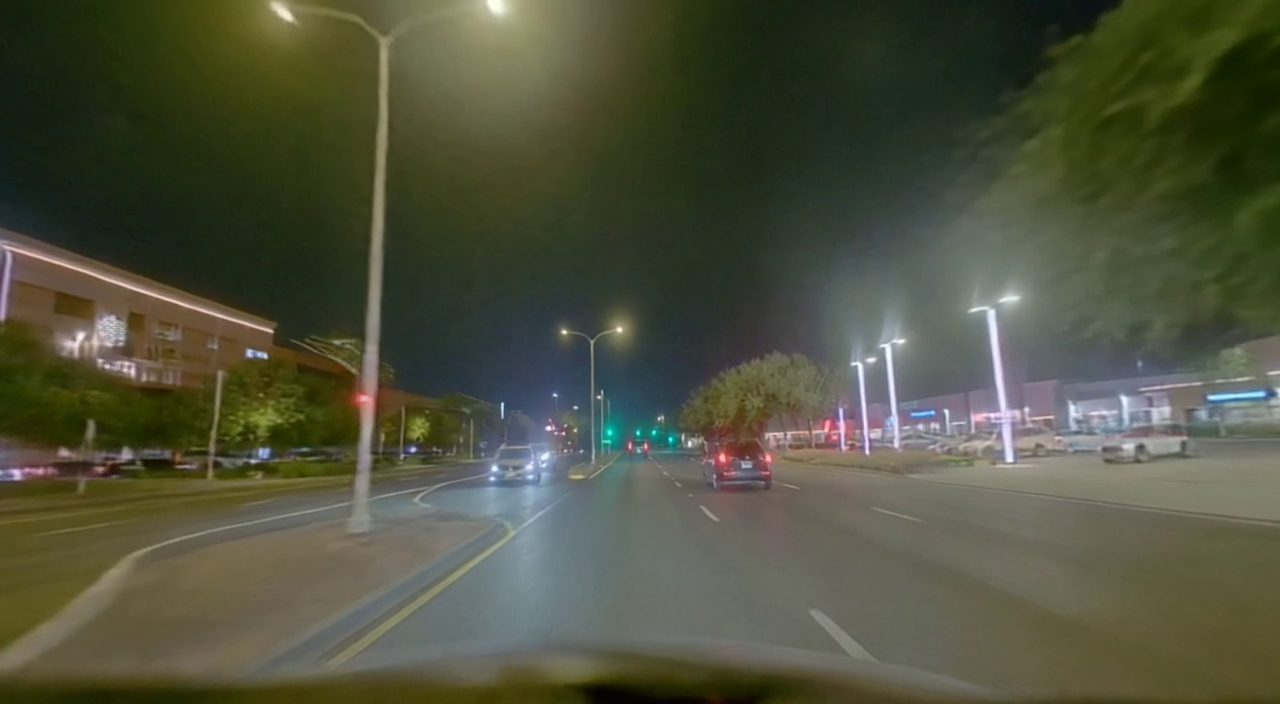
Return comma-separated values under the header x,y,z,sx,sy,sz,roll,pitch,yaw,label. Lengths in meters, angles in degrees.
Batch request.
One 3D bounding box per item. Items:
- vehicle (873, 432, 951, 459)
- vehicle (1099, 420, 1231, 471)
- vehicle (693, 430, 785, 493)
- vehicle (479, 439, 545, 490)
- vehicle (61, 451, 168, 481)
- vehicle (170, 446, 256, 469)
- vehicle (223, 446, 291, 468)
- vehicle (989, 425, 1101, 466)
x,y,z,sx,sy,sz,roll,pitch,yaw,label
17.543,6.008,40.695,4.591,1.645,1.914,4,-9,-24,vehicle
18.851,3.343,22.653,4.524,1.653,2.109,5,-10,-30,vehicle
2.866,3.287,19.275,1.963,1.677,4.229,0,-8,-2,vehicle
-4.241,3.787,21.474,1.905,1.471,4.302,-1,-9,-8,vehicle
-28.341,6.131,34.090,4.717,1.485,1.926,-2,-9,14,vehicle
-29.728,7.324,44.052,4.500,1.559,2.001,0,-8,1,vehicle
-30.064,8.253,49.624,3.990,1.569,2.071,-1,-9,-2,vehicle
18.156,4.168,28.331,4.446,1.692,2.184,4,-10,-28,vehicle
